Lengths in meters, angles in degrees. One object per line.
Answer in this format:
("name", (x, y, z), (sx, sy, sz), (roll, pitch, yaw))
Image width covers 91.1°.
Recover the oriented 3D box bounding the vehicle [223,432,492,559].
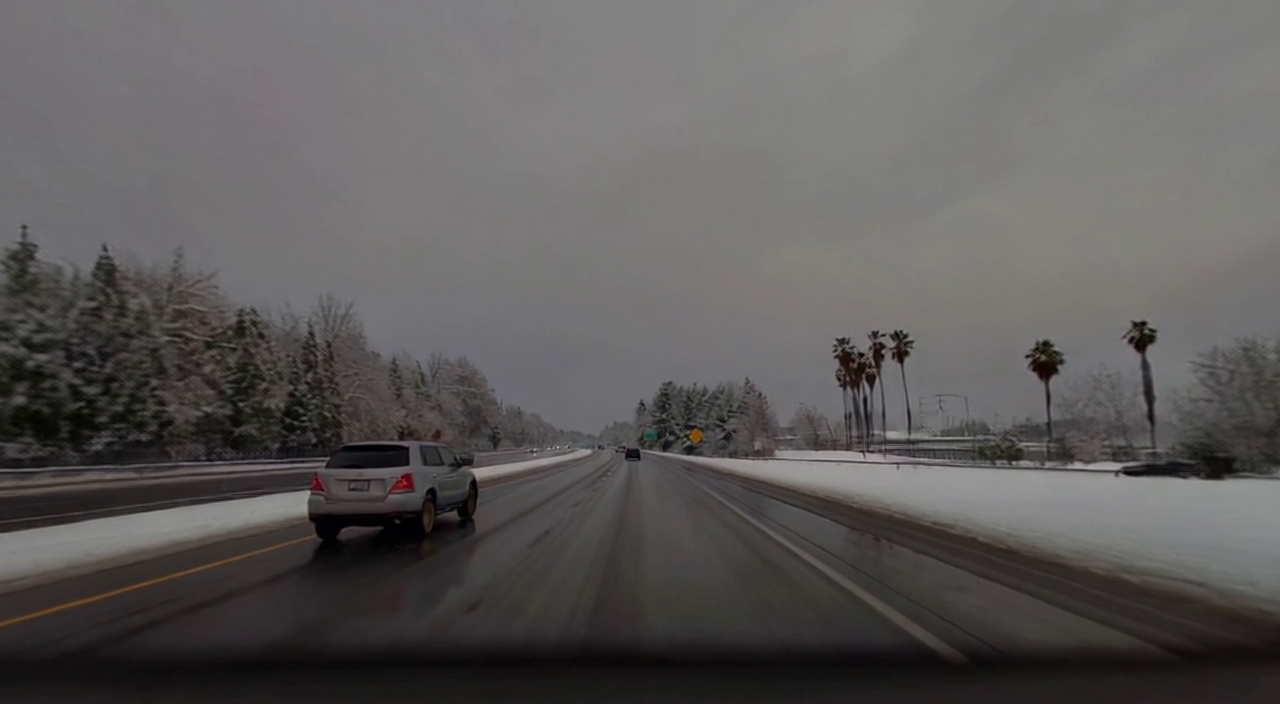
("vehicle", (-4.099, 2.144, 10.273), (2.092, 1.562, 4.748), (0, -8, 2))
